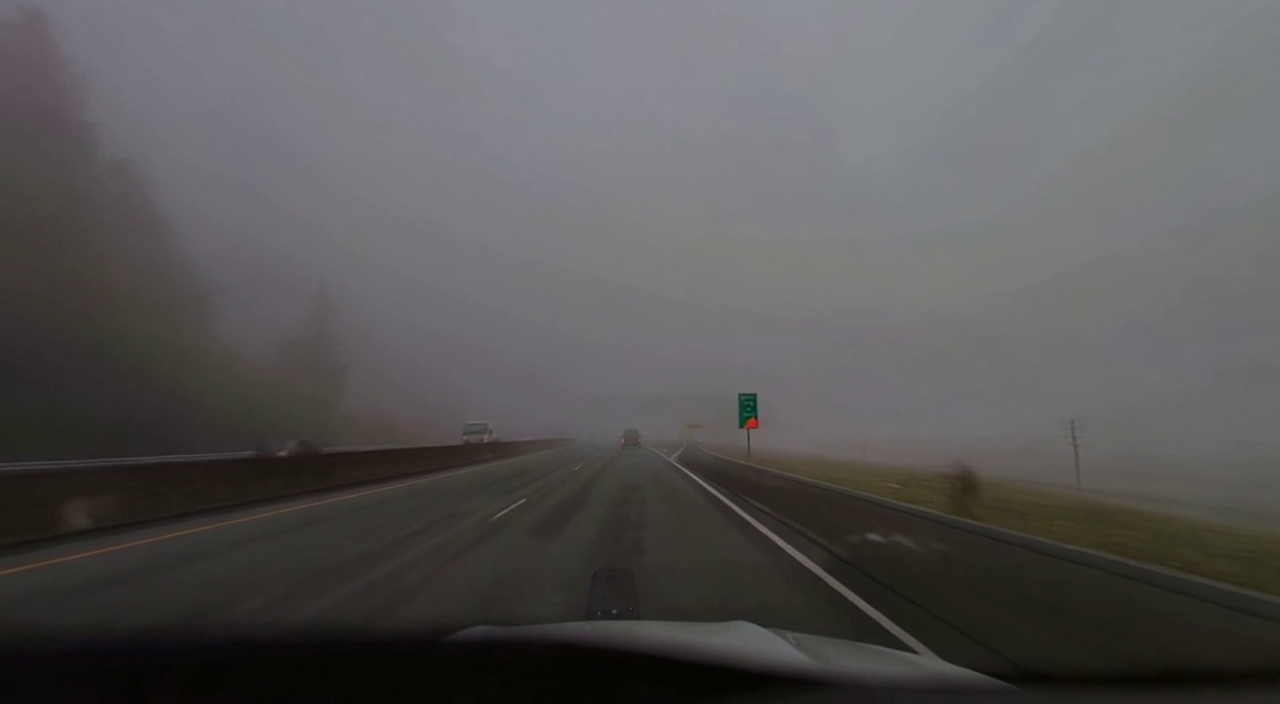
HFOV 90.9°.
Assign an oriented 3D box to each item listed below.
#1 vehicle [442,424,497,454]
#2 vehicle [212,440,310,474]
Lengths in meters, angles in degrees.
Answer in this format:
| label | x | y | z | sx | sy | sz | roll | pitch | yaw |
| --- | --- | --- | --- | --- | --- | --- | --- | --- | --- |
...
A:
| label | x | y | z | sx | sy | sz | roll | pitch | yaw |
| --- | --- | --- | --- | --- | --- | --- | --- | --- | --- |
| vehicle | -13.337 | 6.873 | 49.725 | 2.624 | 2.225 | 6.259 | 0 | -8 | -1 |
| vehicle | -17.630 | 4.876 | 29.551 | 2.095 | 1.423 | 4.064 | 0 | -8 | -1 |
